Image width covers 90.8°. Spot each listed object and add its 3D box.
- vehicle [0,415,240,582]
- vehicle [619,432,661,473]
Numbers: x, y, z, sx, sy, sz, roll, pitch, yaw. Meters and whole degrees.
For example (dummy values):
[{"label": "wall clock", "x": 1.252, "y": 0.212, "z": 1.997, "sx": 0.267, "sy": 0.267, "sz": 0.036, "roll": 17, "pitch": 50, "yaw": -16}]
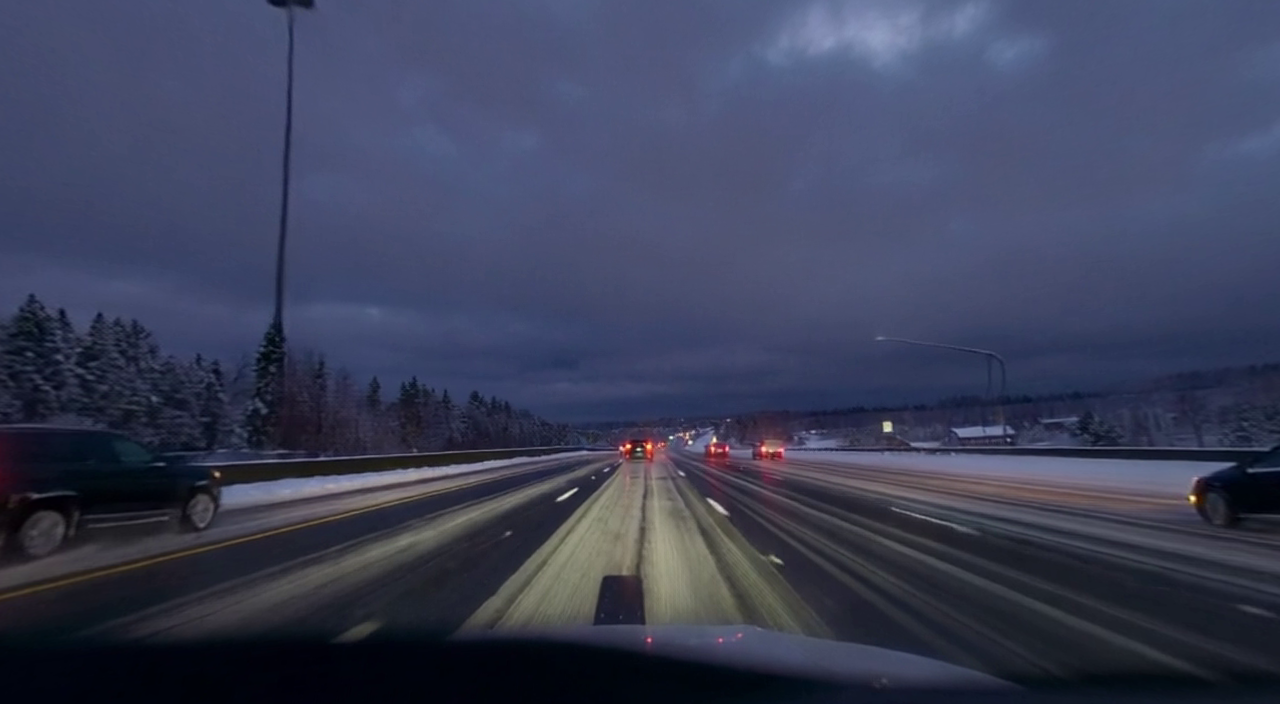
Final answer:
[{"label": "vehicle", "x": -6.928, "y": 1.548, "z": 7.128, "sx": 1.967, "sy": 1.538, "sz": 4.295, "roll": 0, "pitch": -8, "yaw": 0}, {"label": "vehicle", "x": 0.038, "y": 4.921, "z": 31.016, "sx": 1.893, "sy": 1.827, "sz": 4.513, "roll": 0, "pitch": -8, "yaw": 1}]
